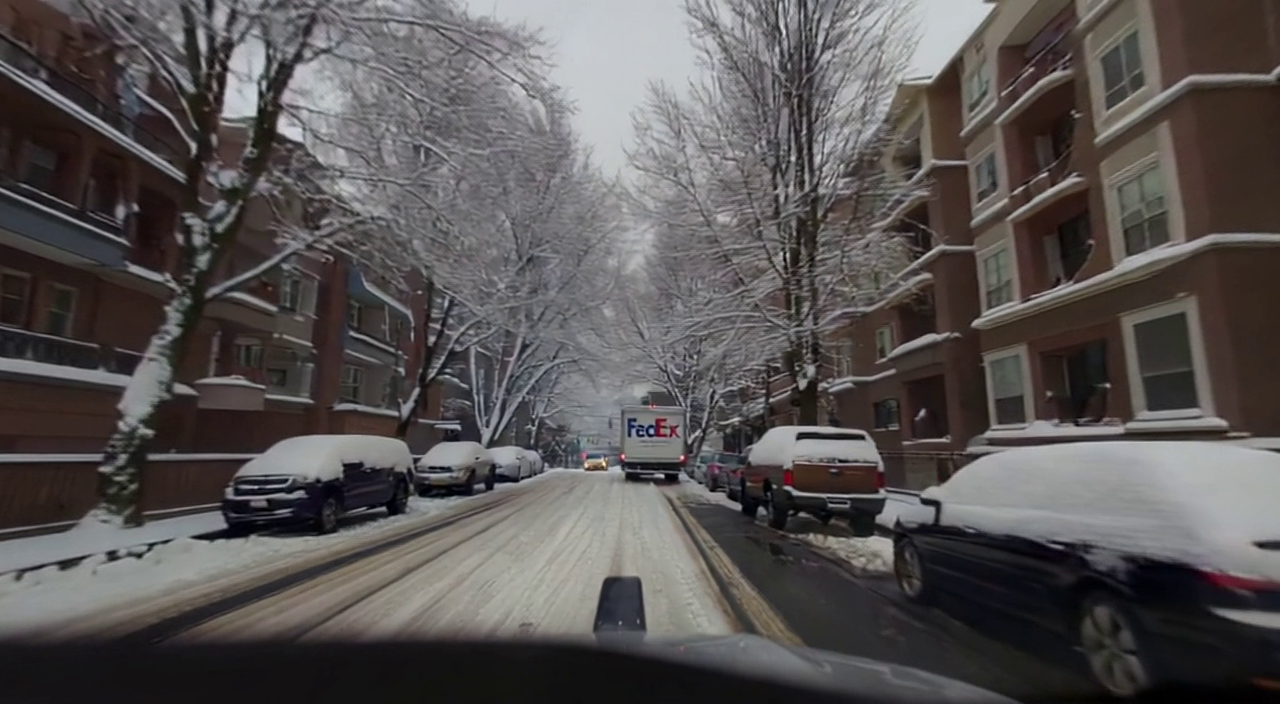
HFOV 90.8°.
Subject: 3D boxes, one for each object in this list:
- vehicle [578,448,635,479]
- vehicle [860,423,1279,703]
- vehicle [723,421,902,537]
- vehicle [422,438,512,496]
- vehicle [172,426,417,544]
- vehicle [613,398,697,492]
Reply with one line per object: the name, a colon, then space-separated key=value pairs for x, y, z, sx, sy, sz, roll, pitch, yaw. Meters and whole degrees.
vehicle: x=-1.714 y=5.935 z=33.939 sx=1.981 sy=1.500 sz=3.992 roll=-2 pitch=-9 yaw=13
vehicle: x=3.389 y=1.373 z=4.774 sx=1.877 sy=1.500 sz=4.407 roll=0 pitch=-9 yaw=0
vehicle: x=3.364 y=2.612 z=13.797 sx=2.221 sy=1.991 sz=5.564 roll=0 pitch=-9 yaw=-1
vehicle: x=-6.103 y=4.086 z=22.884 sx=2.020 sy=1.867 sz=4.654 roll=0 pitch=-9 yaw=-1
vehicle: x=-5.981 y=2.321 z=11.721 sx=2.089 sy=1.757 sz=4.256 roll=0 pitch=-8 yaw=0
vehicle: x=0.408 y=3.879 z=26.391 sx=2.930 sy=3.275 sz=8.180 roll=0 pitch=-8 yaw=-2
